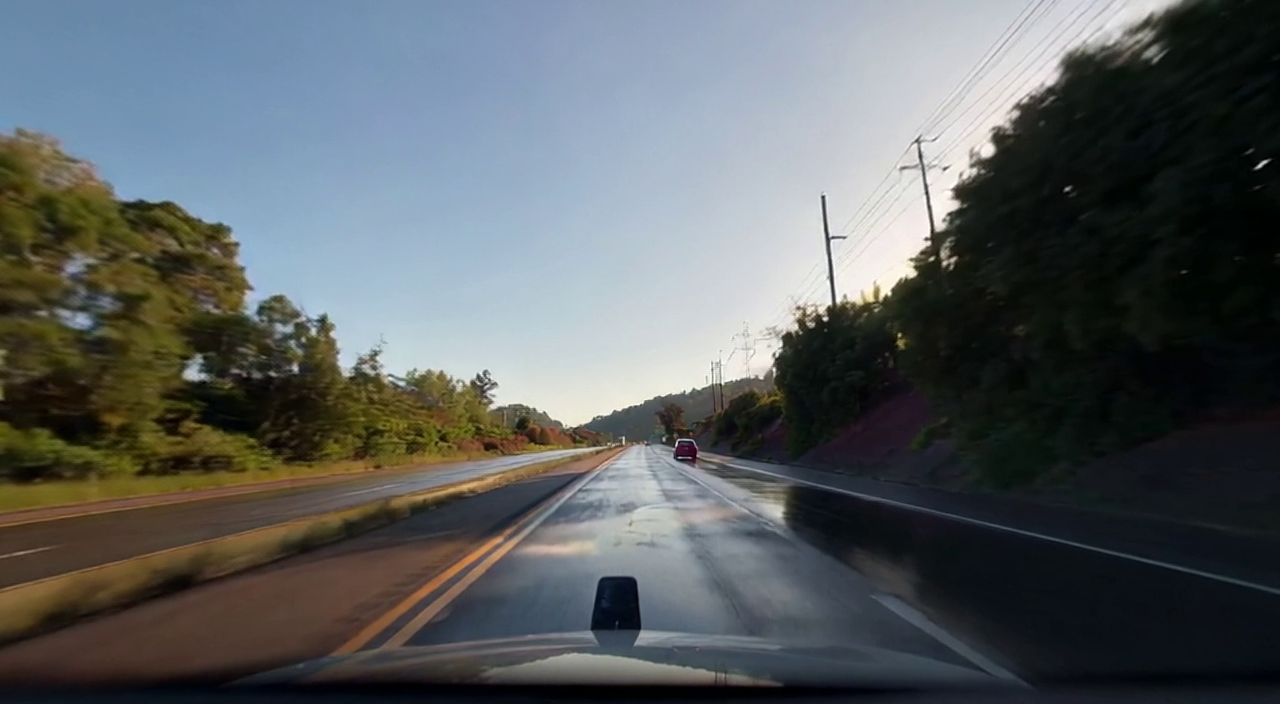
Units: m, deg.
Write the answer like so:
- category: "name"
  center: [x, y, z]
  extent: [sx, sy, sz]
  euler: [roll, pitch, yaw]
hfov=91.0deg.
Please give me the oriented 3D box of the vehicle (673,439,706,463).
- category: "vehicle"
  center: [3.429, 6.958, 44.542]
  extent: [1.977, 1.581, 4.428]
  euler: [0, -8, 0]
